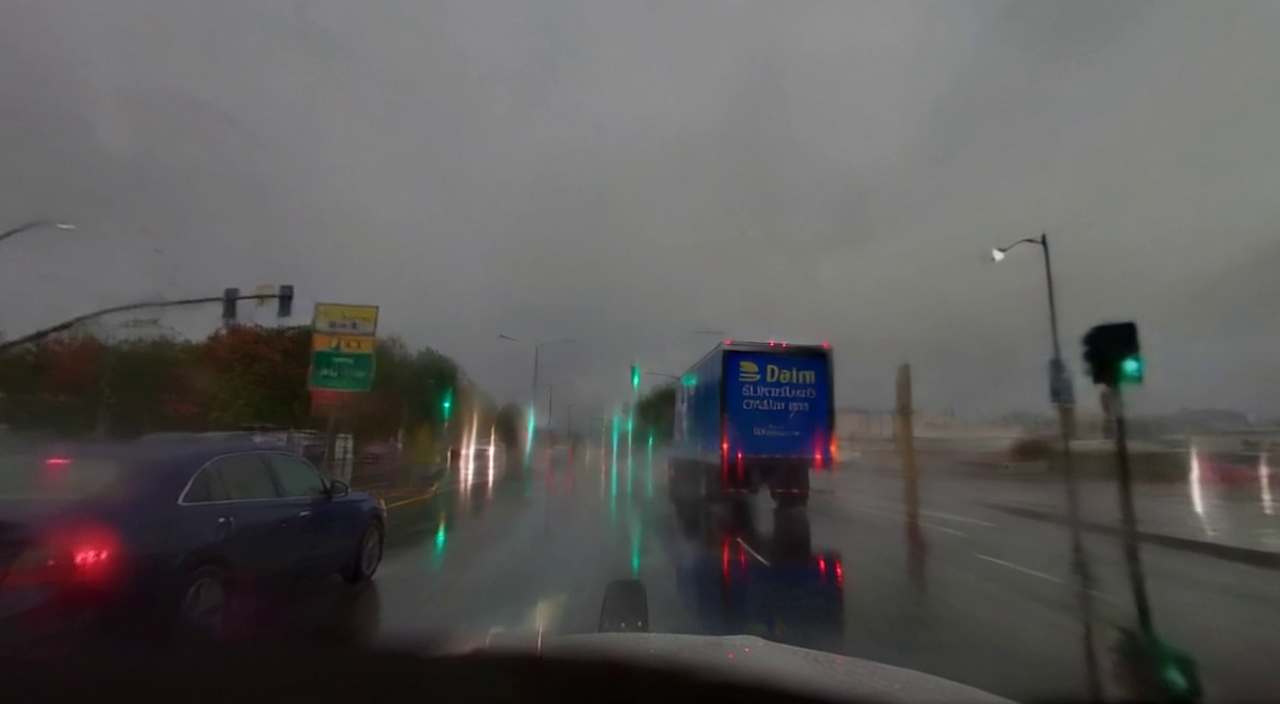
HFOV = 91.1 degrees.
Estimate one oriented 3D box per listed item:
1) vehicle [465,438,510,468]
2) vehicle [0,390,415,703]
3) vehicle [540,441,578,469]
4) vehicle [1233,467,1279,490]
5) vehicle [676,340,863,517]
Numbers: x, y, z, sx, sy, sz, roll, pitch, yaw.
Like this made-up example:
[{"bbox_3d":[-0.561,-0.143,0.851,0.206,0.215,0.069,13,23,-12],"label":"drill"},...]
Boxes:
[{"bbox_3d":[-10.245,6.810,42.499,2.374,1.863,4.751,1,-9,-7],"label":"vehicle"},{"bbox_3d":[-3.371,1.226,4.487,1.828,1.515,4.422,0,-9,1],"label":"vehicle"},{"bbox_3d":[-5.518,7.042,43.183,2.388,1.811,4.455,1,-9,-5],"label":"vehicle"},{"bbox_3d":[47.808,9.530,47.381,5.053,1.542,2.169,3,-9,-19],"label":"vehicle"},{"bbox_3d":[2.916,2.197,17.299,2.905,3.644,8.441,0,-9,-3],"label":"vehicle"}]
